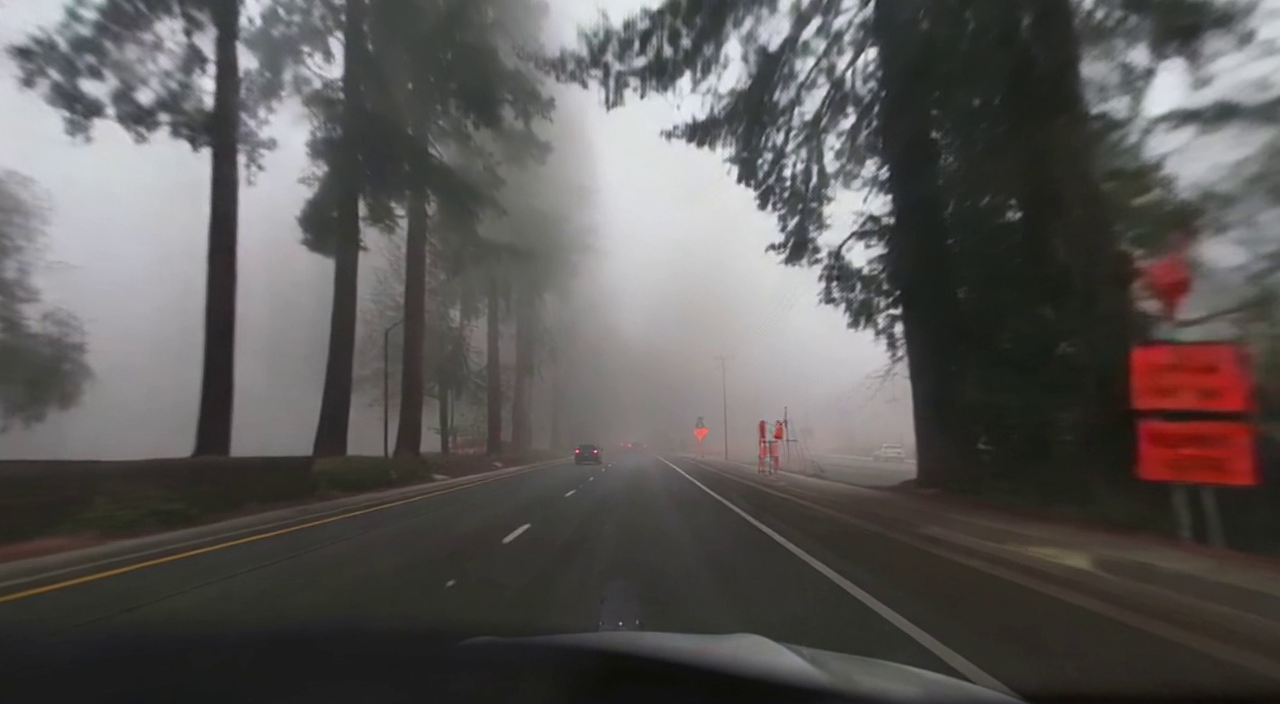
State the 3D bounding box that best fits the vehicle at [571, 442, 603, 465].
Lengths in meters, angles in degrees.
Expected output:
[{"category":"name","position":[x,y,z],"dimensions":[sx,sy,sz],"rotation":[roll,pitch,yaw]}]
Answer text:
[{"category":"vehicle","position":[-3.905,7.524,46.960],"dimensions":[1.992,1.608,3.868],"rotation":[0,-8,1]}]
